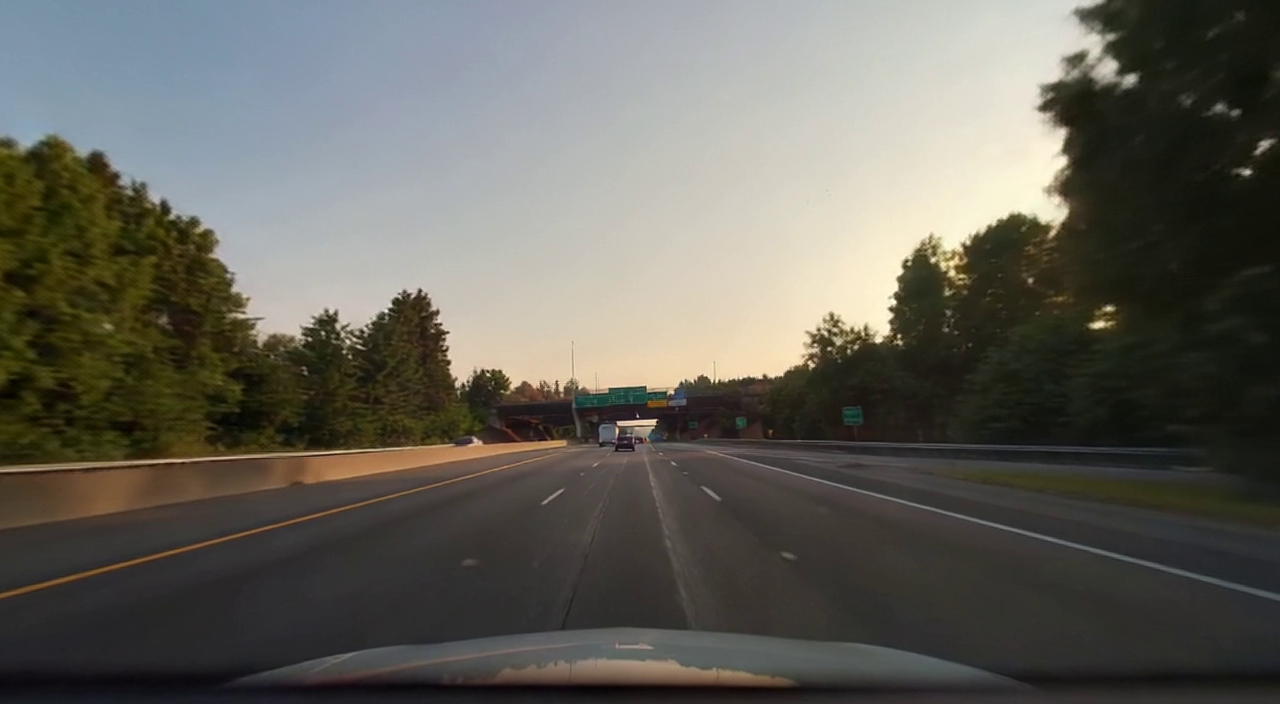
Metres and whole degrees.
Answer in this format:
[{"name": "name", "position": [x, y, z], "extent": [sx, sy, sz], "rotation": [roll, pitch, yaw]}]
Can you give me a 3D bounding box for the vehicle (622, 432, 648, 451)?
[{"name": "vehicle", "position": [-0.448, 7.041, 49.526], "extent": [1.952, 1.438, 3.702], "rotation": [0, -8, -2]}]
